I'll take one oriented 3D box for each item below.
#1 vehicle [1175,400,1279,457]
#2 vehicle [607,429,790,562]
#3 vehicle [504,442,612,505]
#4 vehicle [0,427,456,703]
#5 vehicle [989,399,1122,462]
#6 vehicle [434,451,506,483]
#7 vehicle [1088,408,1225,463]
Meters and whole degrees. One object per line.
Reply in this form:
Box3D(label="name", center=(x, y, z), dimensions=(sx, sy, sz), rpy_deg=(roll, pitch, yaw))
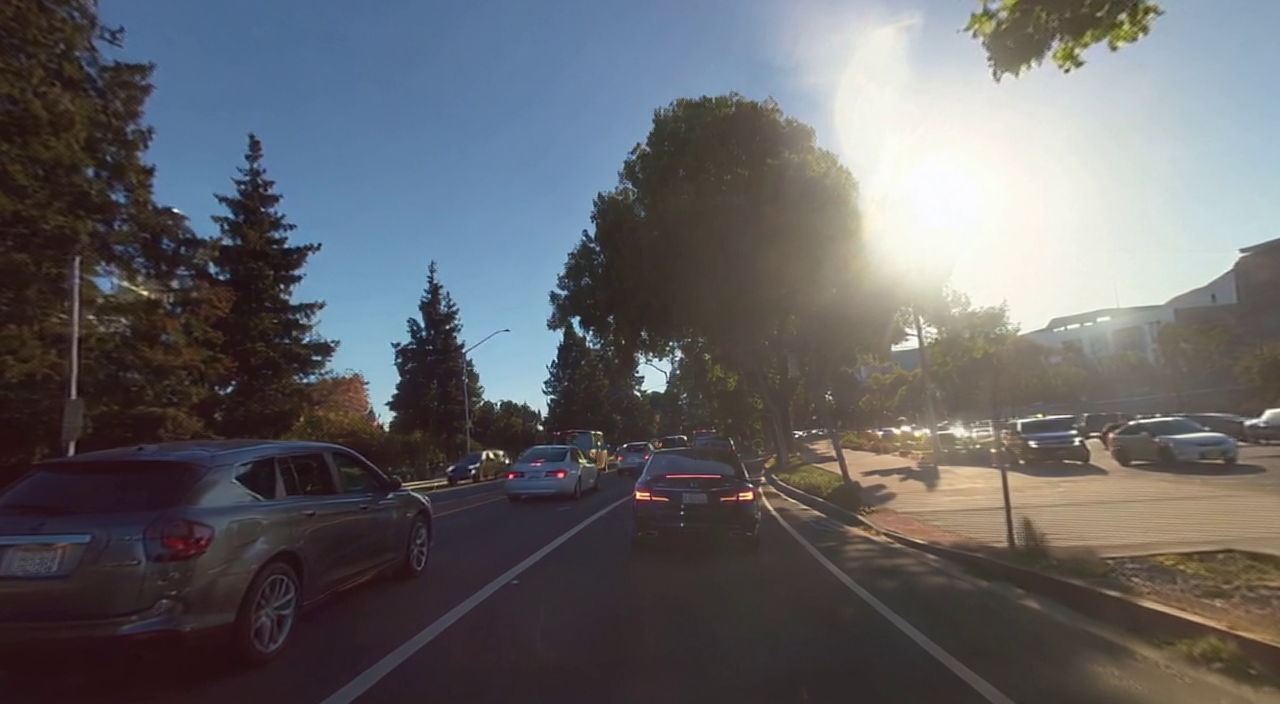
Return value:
Box3D(label="vehicle", center=(20.197, 2.514, 20.864), dimensions=(1.902, 1.529, 3.937), rpy_deg=(-10, -10, 12))
Box3D(label="vehicle", center=(0.841, 2.004, 9.522), dimensions=(2.142, 1.528, 4.133), rpy_deg=(-1, -9, 5))
Box3D(label="vehicle", center=(-2.082, 3.257, 17.377), dimensions=(1.870, 1.490, 4.187), rpy_deg=(-1, -9, 8))
Box3D(label="vehicle", center=(-3.225, 1.448, 5.181), dimensions=(1.940, 1.502, 4.241), rpy_deg=(-1, -9, 3))
Box3D(label="vehicle", center=(14.223, 2.813, 21.963), dimensions=(2.288, 1.933, 4.612), rpy_deg=(-2, -9, 13))
Box3D(label="vehicle", center=(-8.746, 5.950, 32.908), dimensions=(1.947, 1.482, 4.589), rpy_deg=(-1, -9, 8))
Box3D(label="vehicle", center=(17.359, 2.859, 21.432), dimensions=(1.803, 1.518, 3.893), rpy_deg=(-7, -9, 11))
